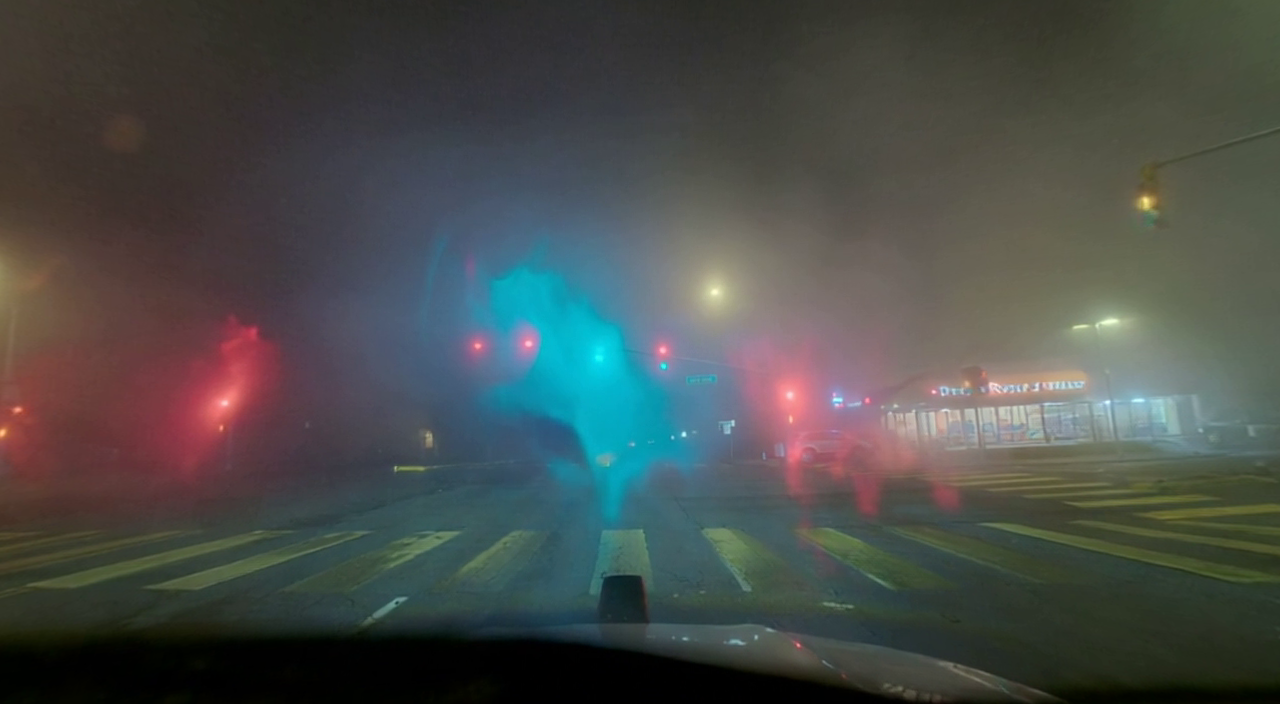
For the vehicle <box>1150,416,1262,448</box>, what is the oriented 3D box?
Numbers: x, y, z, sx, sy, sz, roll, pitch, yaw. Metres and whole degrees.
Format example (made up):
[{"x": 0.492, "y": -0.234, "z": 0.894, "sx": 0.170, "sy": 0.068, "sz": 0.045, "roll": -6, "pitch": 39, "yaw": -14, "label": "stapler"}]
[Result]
[{"x": 28.274, "y": 4.073, "z": 31.712, "sx": 1.799, "sy": 1.459, "sz": 4.266, "roll": 0, "pitch": -8, "yaw": 3, "label": "vehicle"}]
